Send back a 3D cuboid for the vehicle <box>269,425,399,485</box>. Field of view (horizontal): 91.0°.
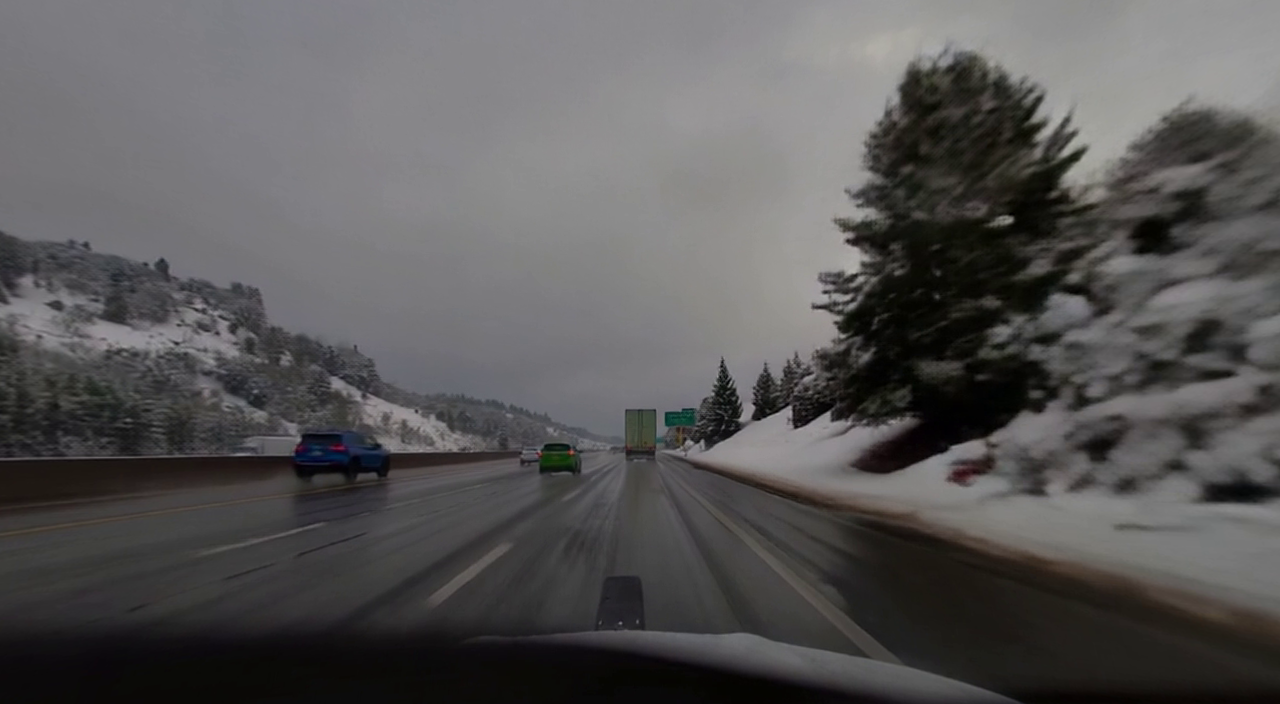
[{"bbox_3d":[-10.811,3.698,22.818,2.111,1.906,5.028,0,-9,1],"label":"vehicle"}]

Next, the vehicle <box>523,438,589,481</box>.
[{"bbox_3d":[-3.656,4.767,28.221,2.194,1.725,4.698,0,-9,1],"label":"vehicle"}]
